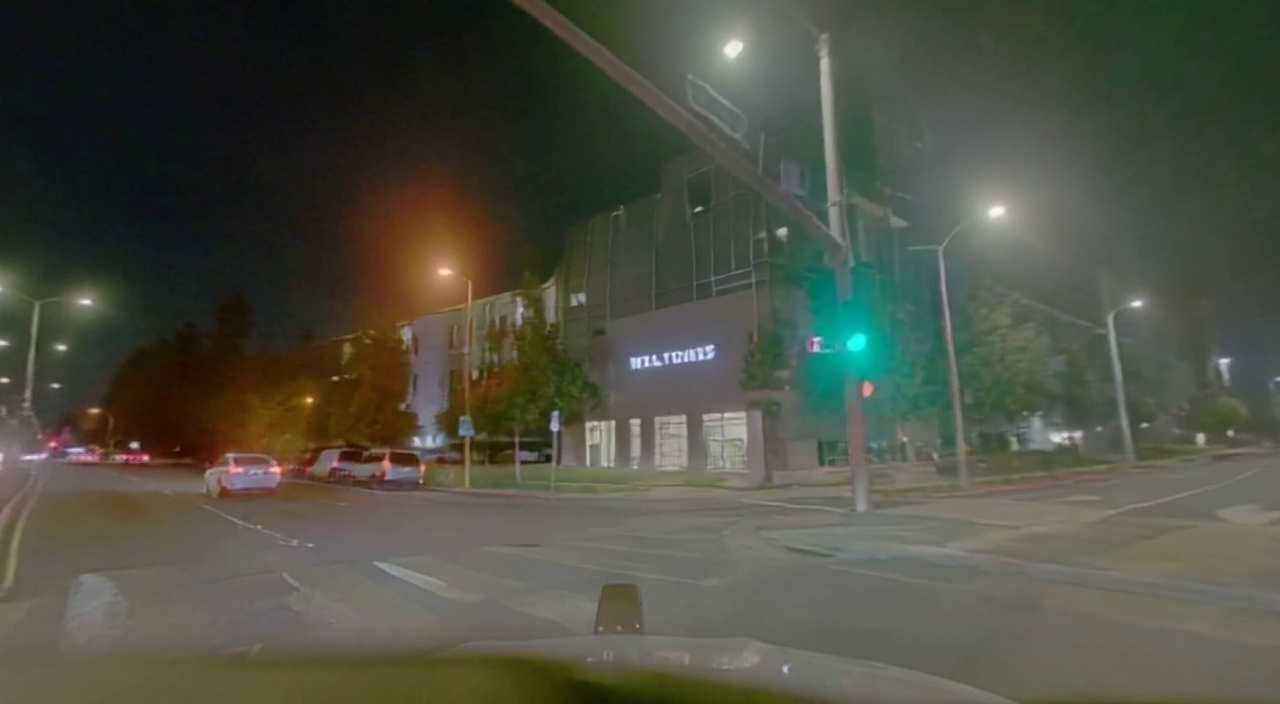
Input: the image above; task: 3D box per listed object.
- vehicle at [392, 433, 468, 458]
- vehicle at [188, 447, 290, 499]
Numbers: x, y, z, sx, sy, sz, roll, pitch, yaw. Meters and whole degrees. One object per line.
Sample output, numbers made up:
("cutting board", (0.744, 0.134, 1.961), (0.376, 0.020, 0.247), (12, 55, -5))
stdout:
("vehicle", (-15.659, 7.005, 47.233), (2.189, 1.737, 4.851), (-8, -12, 44))
("vehicle", (-14.622, 4.307, 22.947), (2.197, 1.642, 4.312), (8, -11, -43))
